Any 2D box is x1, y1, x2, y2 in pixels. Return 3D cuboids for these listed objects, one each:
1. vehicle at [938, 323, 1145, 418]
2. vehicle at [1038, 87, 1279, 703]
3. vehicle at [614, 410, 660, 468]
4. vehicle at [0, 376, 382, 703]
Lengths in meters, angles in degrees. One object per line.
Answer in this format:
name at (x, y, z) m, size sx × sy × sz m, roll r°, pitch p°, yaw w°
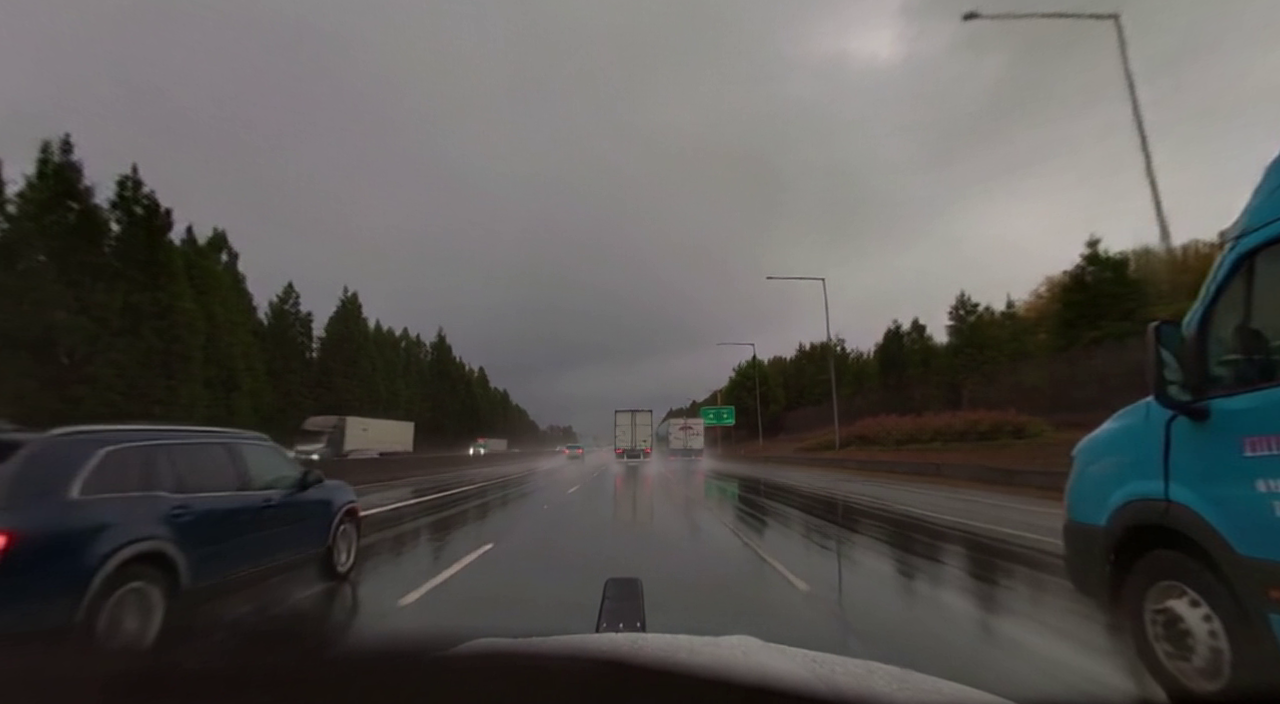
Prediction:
vehicle at (25.409, 1.794, 41.971) m, size 2.982 × 3.944 × 15.603 m, roll -4°, pitch -10°, yaw -2°
vehicle at (3.632, 0.083, 0.622) m, size 2.338 × 2.690 × 6.025 m, roll 0°, pitch -9°, yaw -1°
vehicle at (-0.208, 6.868, 49.335) m, size 3.201 × 4.019 × 10.918 m, roll 0°, pitch -9°, yaw 0°
vehicle at (-3.818, 1.193, 4.330) m, size 2.175 × 1.646 × 4.525 m, roll 0°, pitch -9°, yaw 0°
